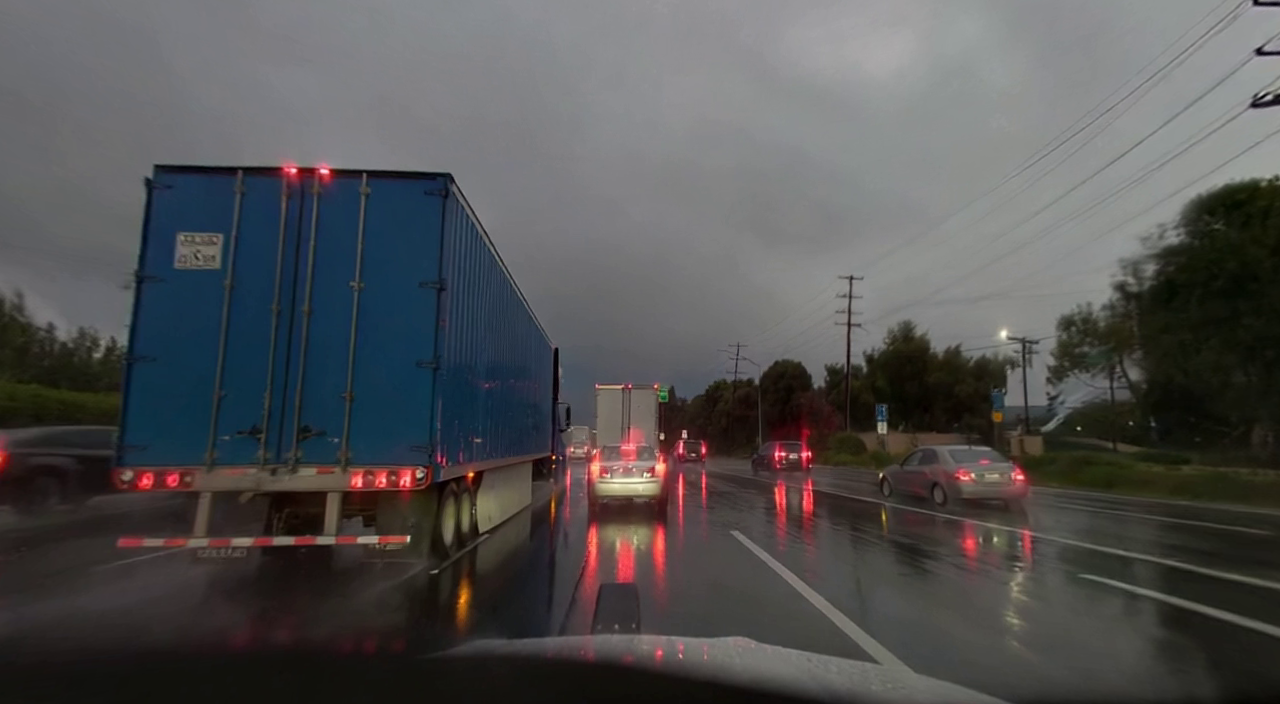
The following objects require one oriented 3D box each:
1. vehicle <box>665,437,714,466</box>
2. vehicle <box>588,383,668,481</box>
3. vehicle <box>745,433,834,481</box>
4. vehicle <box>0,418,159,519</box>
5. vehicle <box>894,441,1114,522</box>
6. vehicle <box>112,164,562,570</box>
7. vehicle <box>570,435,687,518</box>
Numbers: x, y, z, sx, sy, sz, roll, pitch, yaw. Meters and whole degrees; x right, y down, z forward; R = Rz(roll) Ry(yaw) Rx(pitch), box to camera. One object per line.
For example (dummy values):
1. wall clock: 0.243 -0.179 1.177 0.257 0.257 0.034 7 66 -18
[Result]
1. vehicle: 3.019 6.181 39.350 1.984 1.662 4.469 2 -9 -10
2. vehicle: -0.720 3.530 27.170 2.909 3.518 8.262 1 -9 -4
3. vehicle: 5.668 4.053 24.566 2.023 1.676 4.002 1 -9 -8
4. vehicle: -11.803 2.105 11.608 2.148 1.678 4.851 0 -9 -1
5. vehicle: 7.325 2.609 13.323 1.878 1.406 4.164 1 -9 -5
6. vehicle: -4.179 1.418 15.572 3.150 4.298 17.928 0 -9 -3
7. vehicle: -0.289 2.556 13.437 2.112 1.463 4.012 0 -9 -2
